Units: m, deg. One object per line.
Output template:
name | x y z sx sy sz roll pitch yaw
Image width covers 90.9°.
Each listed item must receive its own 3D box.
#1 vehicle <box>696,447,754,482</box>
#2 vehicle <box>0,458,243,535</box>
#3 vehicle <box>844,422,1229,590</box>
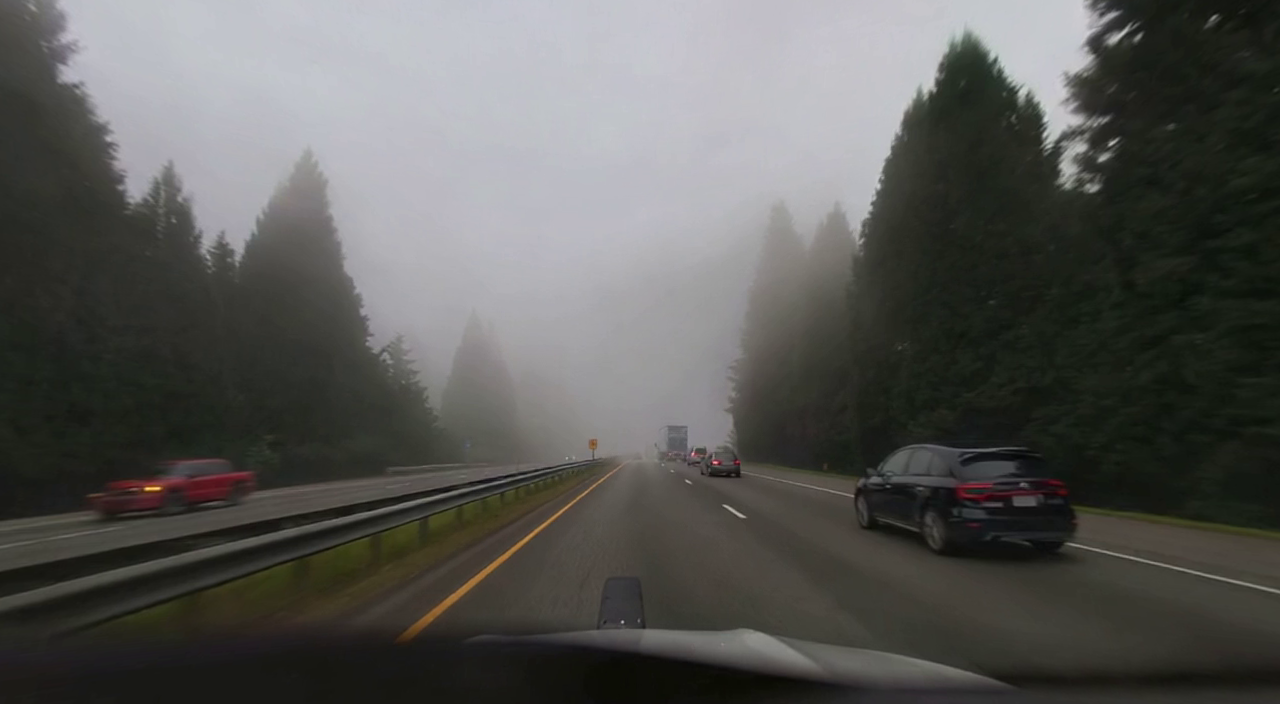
vehicle | 3.974 5.309 30.145 2.031 1.491 4.883 0 -9 -1
vehicle | -12.678 3.479 15.814 2.197 1.503 4.962 0 -9 0
vehicle | 4.472 1.796 8.254 1.995 1.544 4.579 0 -9 -1
